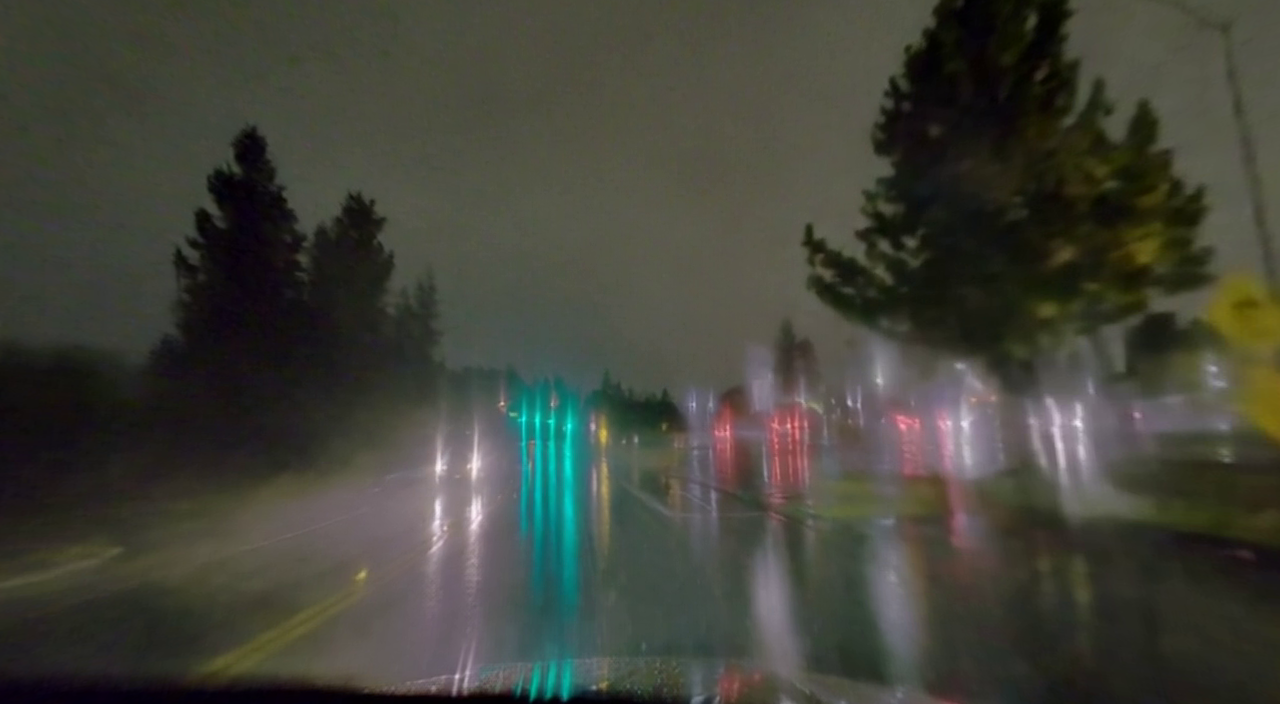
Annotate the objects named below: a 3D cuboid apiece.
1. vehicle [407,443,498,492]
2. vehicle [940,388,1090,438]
[{"bbox_3d":[-6.241,3.849,21.545,2.125,1.440,4.450,0,-8,-5],"label":"vehicle"},{"bbox_3d":[26.880,4.435,45.491,8.774,3.004,2.914,-3,-7,-1],"label":"vehicle"}]
